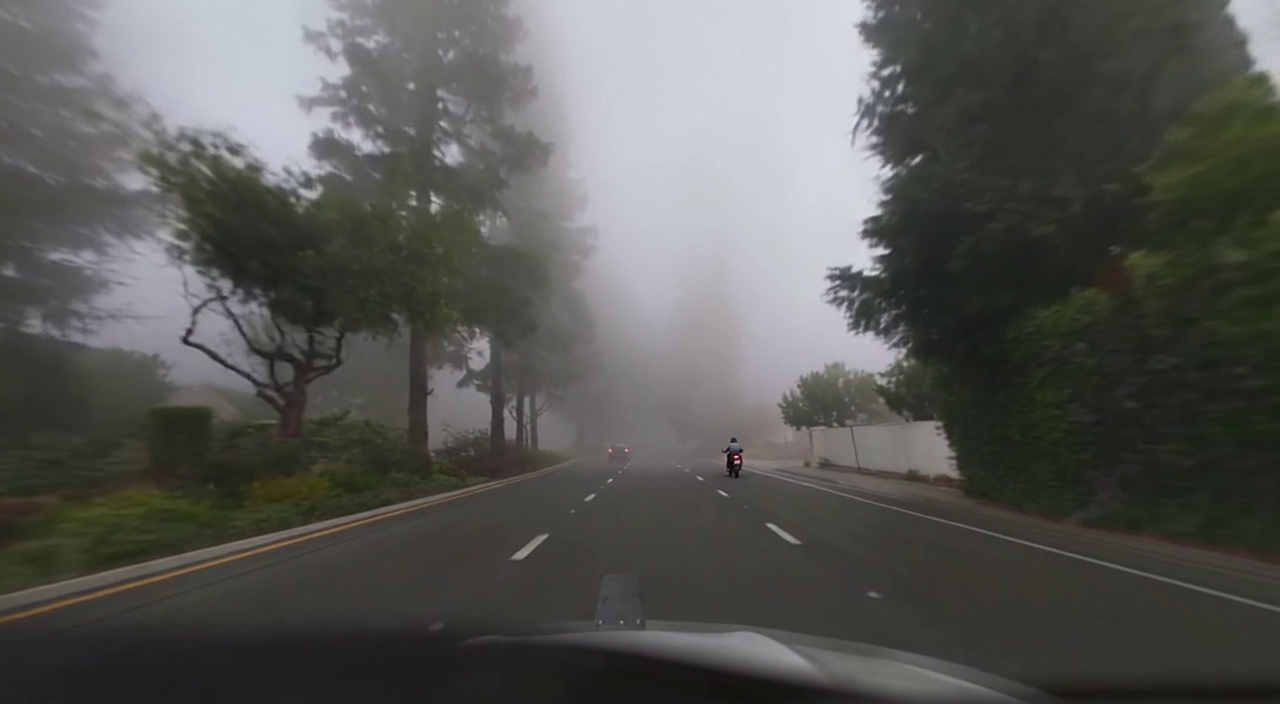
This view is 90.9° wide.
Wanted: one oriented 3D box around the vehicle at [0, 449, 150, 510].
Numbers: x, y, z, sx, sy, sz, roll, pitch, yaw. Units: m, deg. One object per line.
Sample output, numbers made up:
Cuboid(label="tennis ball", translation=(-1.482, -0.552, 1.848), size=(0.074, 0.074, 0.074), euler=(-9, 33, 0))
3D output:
Cuboid(label="vehicle", translation=(-16.912, 3.543, 18.031), size=(1.963, 1.480, 4.659), euler=(0, -8, 1))
